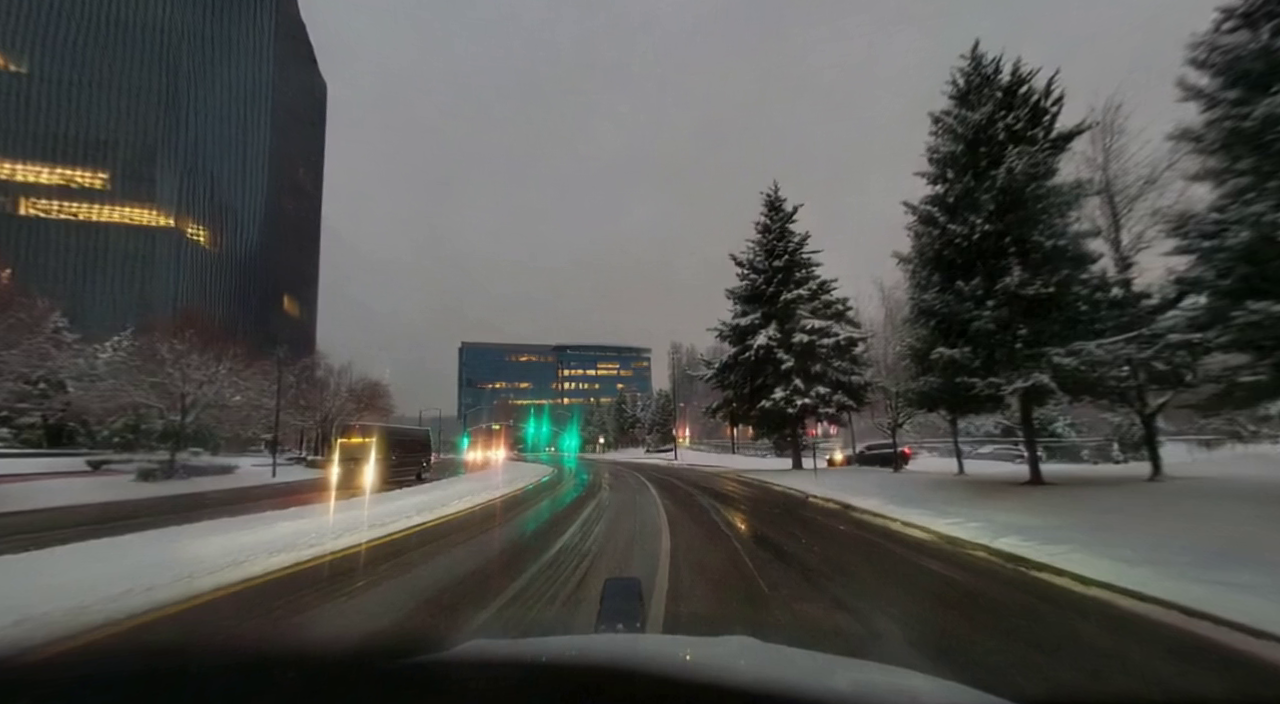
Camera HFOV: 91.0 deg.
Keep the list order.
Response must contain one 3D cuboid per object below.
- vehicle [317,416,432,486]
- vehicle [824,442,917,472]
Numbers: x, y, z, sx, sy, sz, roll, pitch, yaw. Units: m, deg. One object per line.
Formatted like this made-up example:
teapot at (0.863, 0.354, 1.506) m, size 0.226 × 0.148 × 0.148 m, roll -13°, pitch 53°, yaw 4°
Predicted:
vehicle at (-15.689, 6.012, 38.411) m, size 3.052 × 3.601 × 10.794 m, roll 1°, pitch -9°, yaw -5°
vehicle at (13.665, 6.243, 37.556) m, size 4.728 × 1.696 × 1.973 m, roll 0°, pitch -8°, yaw 3°
